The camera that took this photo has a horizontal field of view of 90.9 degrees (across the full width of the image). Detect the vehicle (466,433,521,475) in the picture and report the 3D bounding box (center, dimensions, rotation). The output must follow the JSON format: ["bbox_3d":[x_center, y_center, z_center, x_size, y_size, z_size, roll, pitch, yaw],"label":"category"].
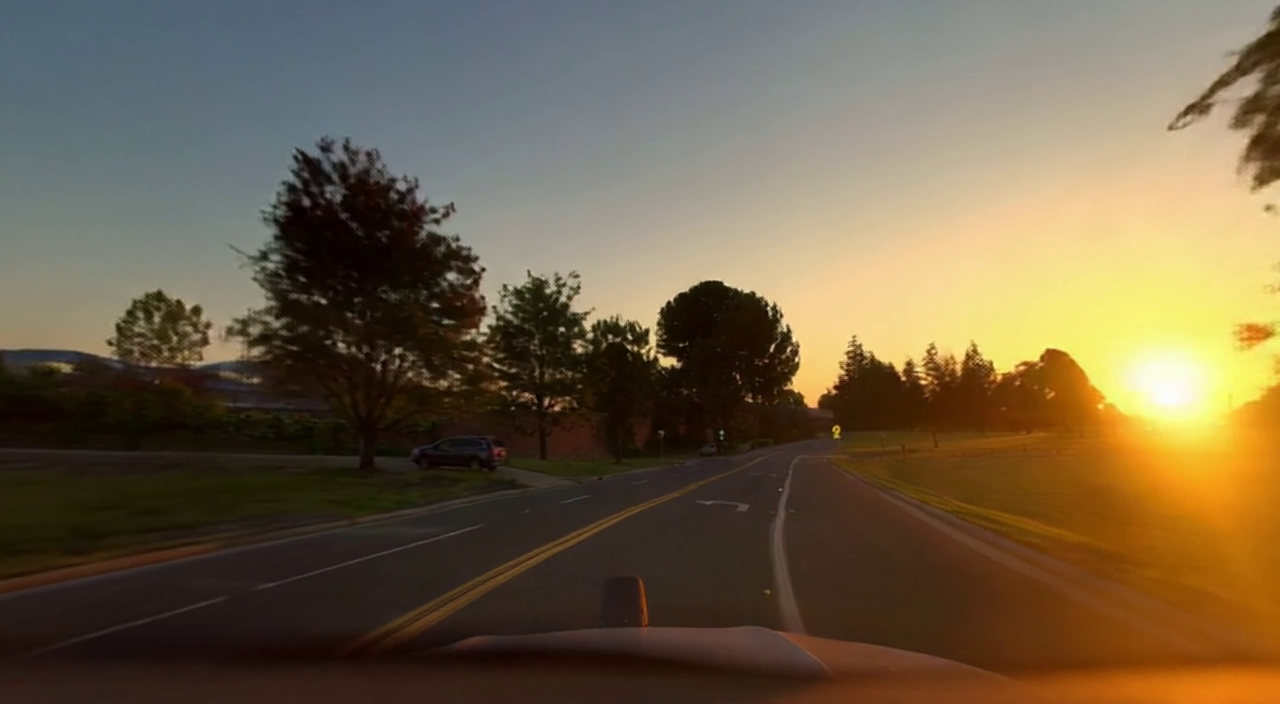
[{"bbox_3d":[-6.927,4.846,30.058,2.244,1.796,5.170,2,-9,-12],"label":"vehicle"}]

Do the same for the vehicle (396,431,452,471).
[{"bbox_3d":[-10.553,4.781,30.638,2.192,1.740,4.521,4,-9,-22],"label":"vehicle"}]
